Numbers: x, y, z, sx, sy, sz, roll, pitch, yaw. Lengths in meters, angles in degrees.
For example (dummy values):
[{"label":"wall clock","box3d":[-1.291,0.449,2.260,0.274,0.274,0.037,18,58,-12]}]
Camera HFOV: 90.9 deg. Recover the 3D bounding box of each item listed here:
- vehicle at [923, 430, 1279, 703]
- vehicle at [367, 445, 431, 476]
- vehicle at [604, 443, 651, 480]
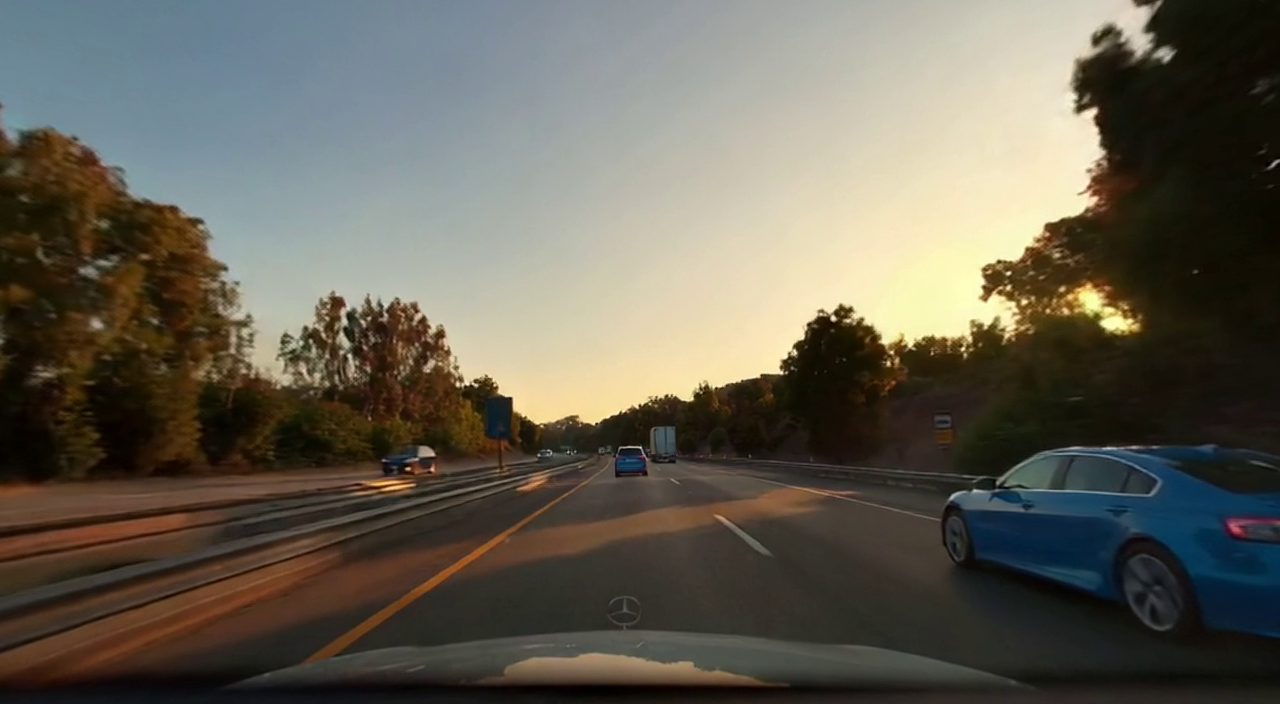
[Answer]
[{"label":"vehicle","box3d":[4.087,1.387,4.953,1.917,1.421,3.759,0,-9,-1]},{"label":"vehicle","box3d":[-13.113,5.921,34.527,1.964,1.541,3.928,0,-9,-1]},{"label":"vehicle","box3d":[-0.634,5.457,31.503,2.190,1.706,4.062,0,-9,-1]}]
